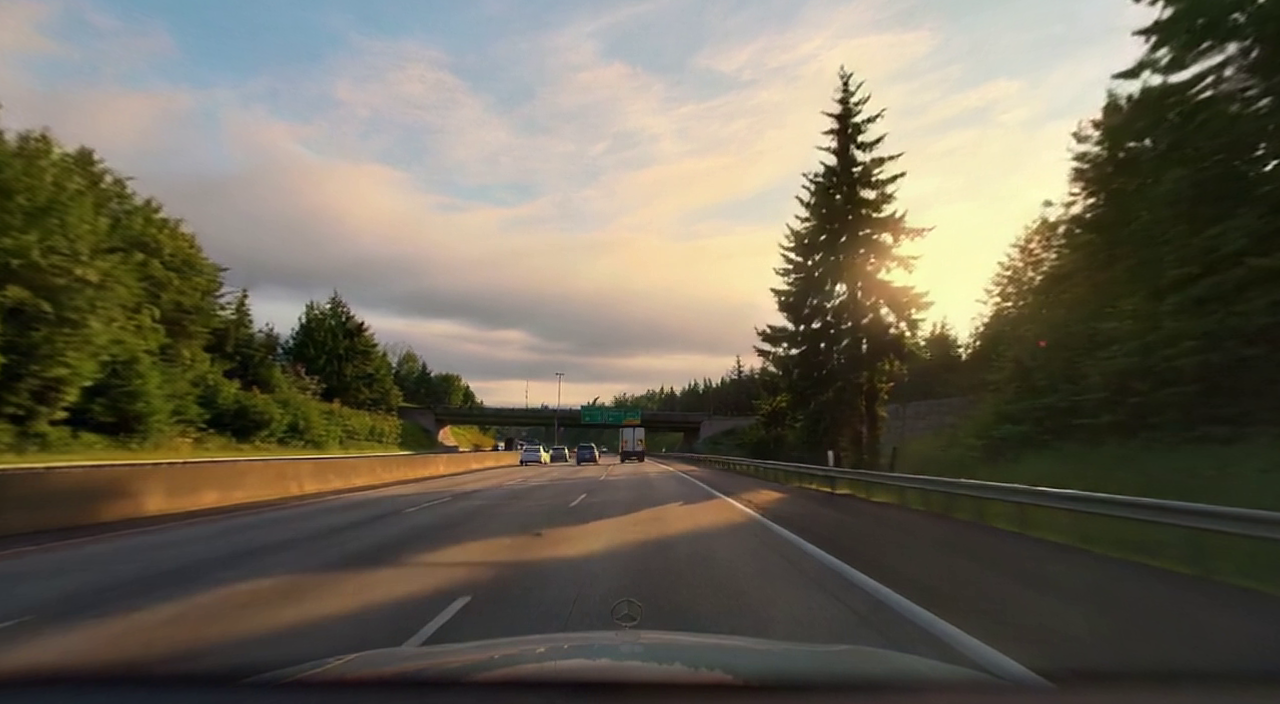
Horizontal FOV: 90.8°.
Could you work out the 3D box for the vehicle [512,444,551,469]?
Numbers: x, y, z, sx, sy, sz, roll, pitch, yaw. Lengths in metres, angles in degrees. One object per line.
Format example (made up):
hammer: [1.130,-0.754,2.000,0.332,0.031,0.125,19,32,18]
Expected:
vehicle: [-7.498,7.253,44.091,2.014,1.633,4.090,0,-9,-1]

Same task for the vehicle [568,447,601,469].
vehicle: [-3.886,7.459,44.719,2.073,1.472,4.091,0,-9,-1]
